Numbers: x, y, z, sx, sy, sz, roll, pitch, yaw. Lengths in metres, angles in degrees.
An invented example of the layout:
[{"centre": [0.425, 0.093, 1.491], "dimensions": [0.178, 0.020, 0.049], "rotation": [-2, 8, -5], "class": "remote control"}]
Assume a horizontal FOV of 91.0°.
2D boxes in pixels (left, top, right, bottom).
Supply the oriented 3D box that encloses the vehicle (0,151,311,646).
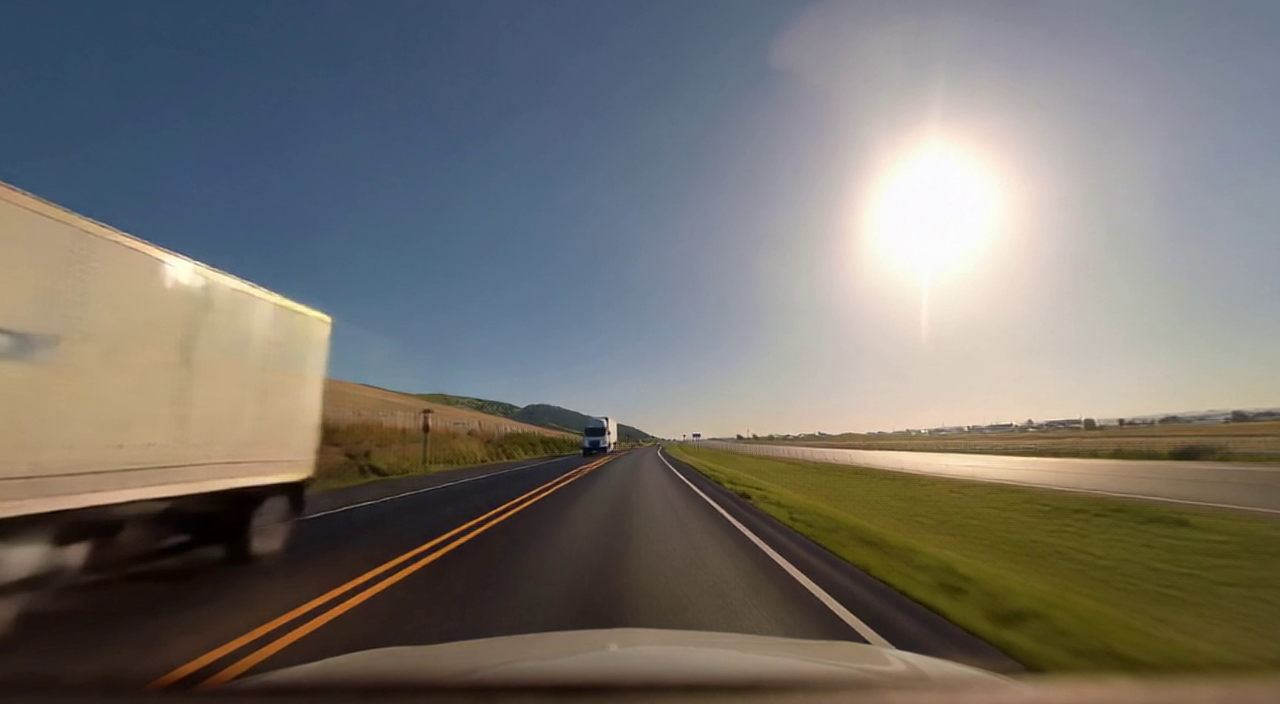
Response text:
[{"centre": [-5.873, 0.253, 3.852], "dimensions": [2.751, 3.436, 8.990], "rotation": [-1, -8, 1], "class": "vehicle"}]
